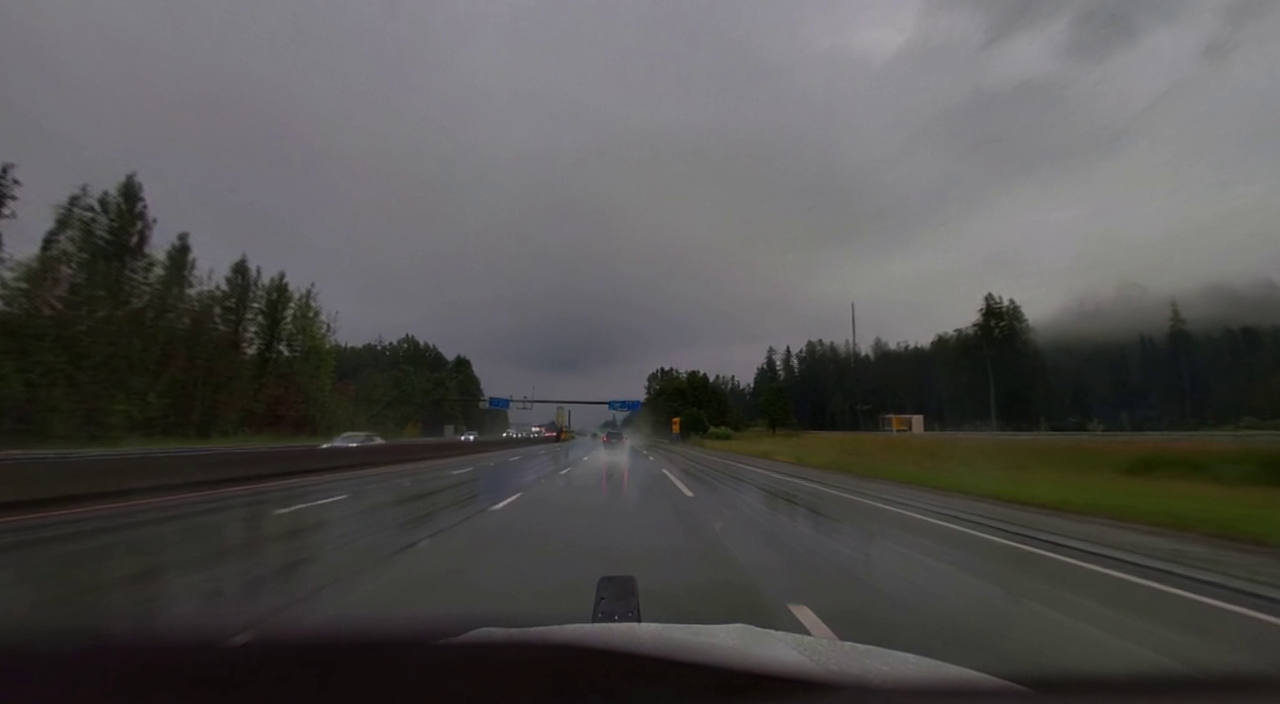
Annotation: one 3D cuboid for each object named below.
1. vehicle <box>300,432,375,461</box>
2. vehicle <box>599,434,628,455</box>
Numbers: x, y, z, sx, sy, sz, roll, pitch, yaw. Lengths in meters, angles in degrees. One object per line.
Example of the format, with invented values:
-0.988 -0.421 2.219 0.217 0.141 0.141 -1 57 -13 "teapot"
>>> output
-16.201 5.059 33.975 2.064 1.413 4.141 0 -8 -1 "vehicle"
-1.899 6.681 45.631 2.000 1.491 3.913 0 -8 -2 "vehicle"
